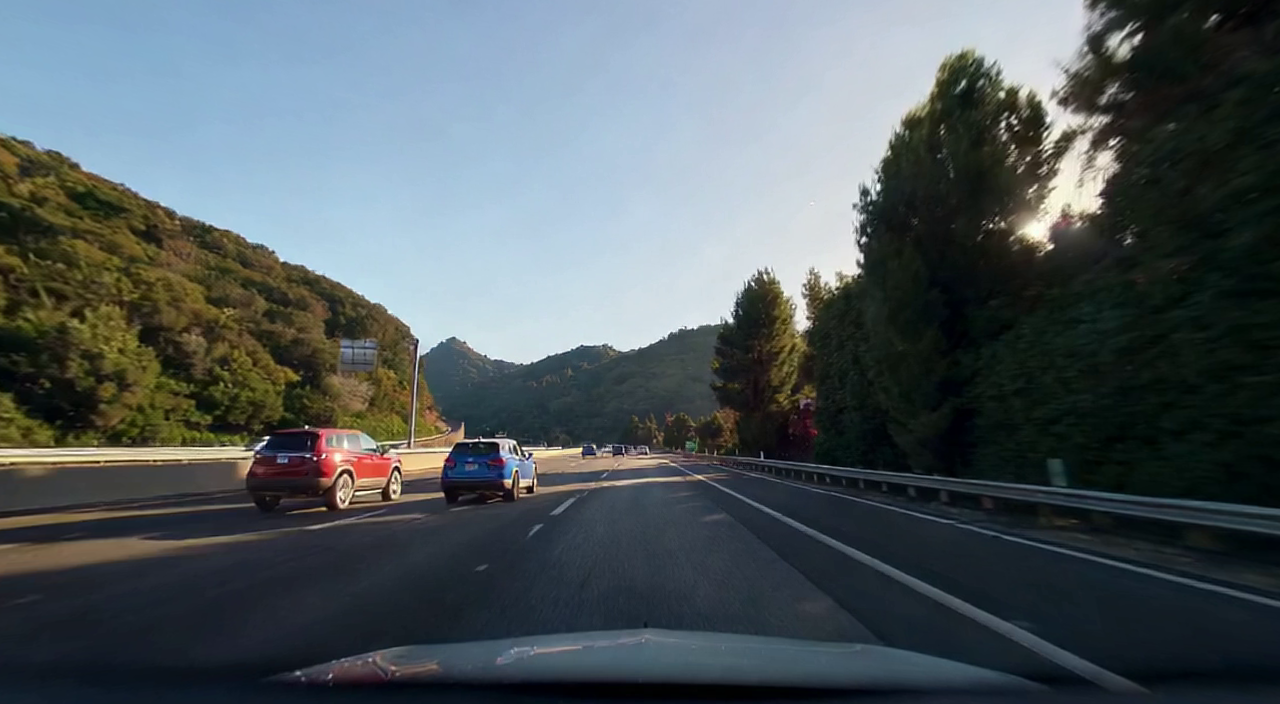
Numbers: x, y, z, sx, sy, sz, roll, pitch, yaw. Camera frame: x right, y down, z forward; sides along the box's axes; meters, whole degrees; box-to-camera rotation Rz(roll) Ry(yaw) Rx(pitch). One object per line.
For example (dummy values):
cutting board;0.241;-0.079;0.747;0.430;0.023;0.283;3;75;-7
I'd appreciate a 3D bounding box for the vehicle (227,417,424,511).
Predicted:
vehicle;-7.340;2.682;15.519;2.151;1.925;4.945;0;-9;2

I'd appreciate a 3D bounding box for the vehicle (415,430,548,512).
vehicle;-3.571;2.762;15.143;1.983;1.663;4.290;0;-9;1
